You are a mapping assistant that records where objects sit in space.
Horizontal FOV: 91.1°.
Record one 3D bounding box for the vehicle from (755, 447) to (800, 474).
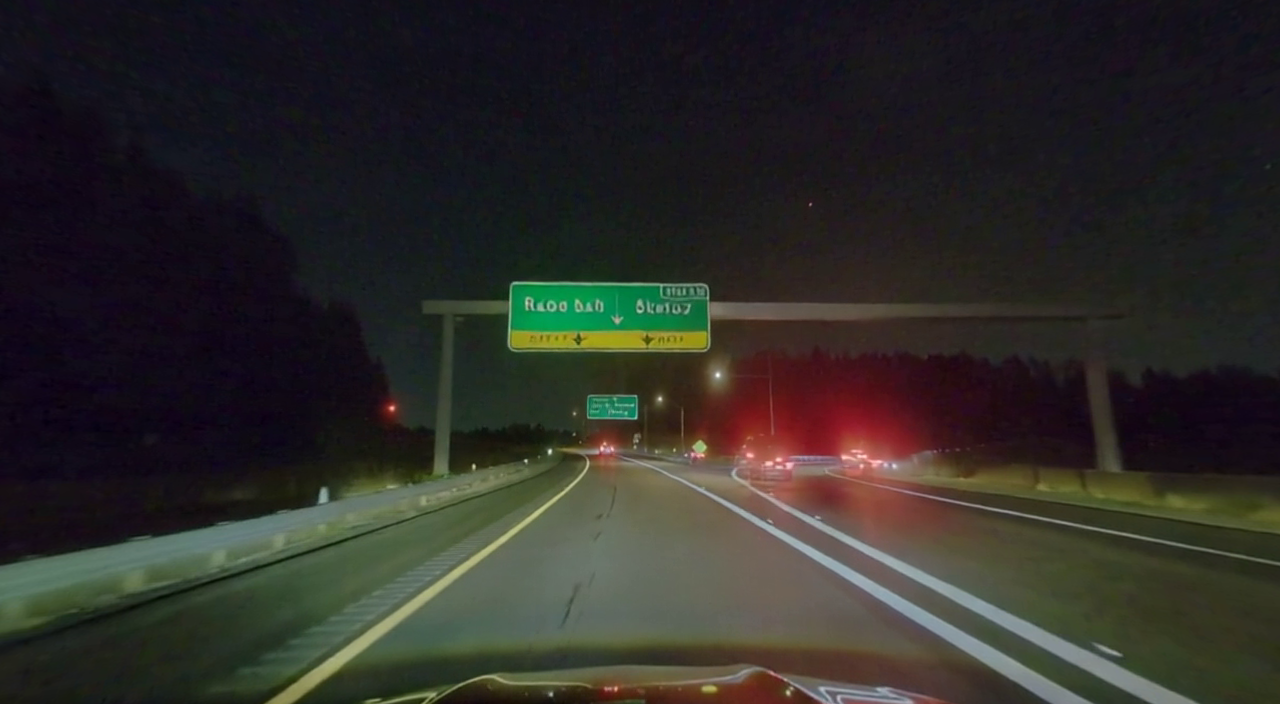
[{"bbox_3d":[7.896,6.271,36.422,2.129,1.444,3.649,-2,-9,7],"label":"vehicle"}]
